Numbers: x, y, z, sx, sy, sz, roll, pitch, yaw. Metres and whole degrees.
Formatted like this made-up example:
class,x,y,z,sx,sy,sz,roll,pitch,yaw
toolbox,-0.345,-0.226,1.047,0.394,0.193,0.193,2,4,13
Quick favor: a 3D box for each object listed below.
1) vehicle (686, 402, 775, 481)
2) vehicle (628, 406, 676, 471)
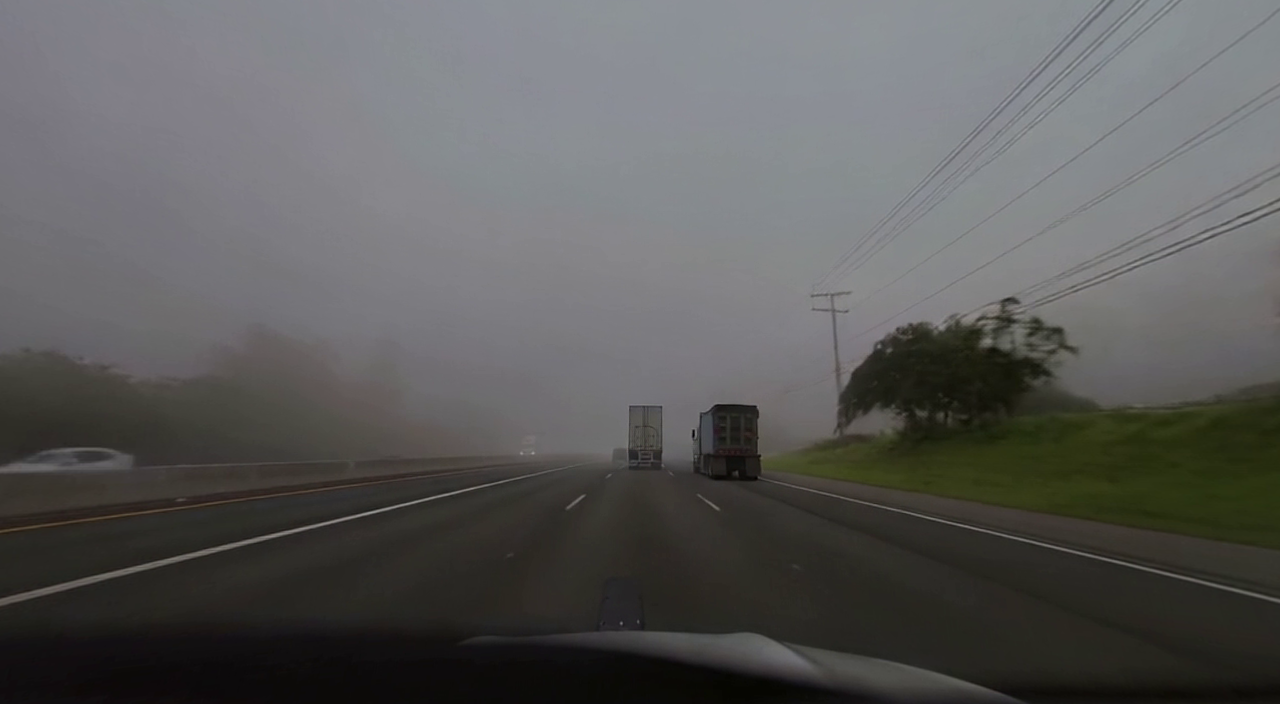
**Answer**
class,x,y,z,sx,sy,sz,roll,pitch,yaw
vehicle,4.208,4.559,31.588,2.938,3.378,8.820,0,-9,-1
vehicle,0.653,6.556,46.790,2.997,4.076,13.224,0,-9,-1
